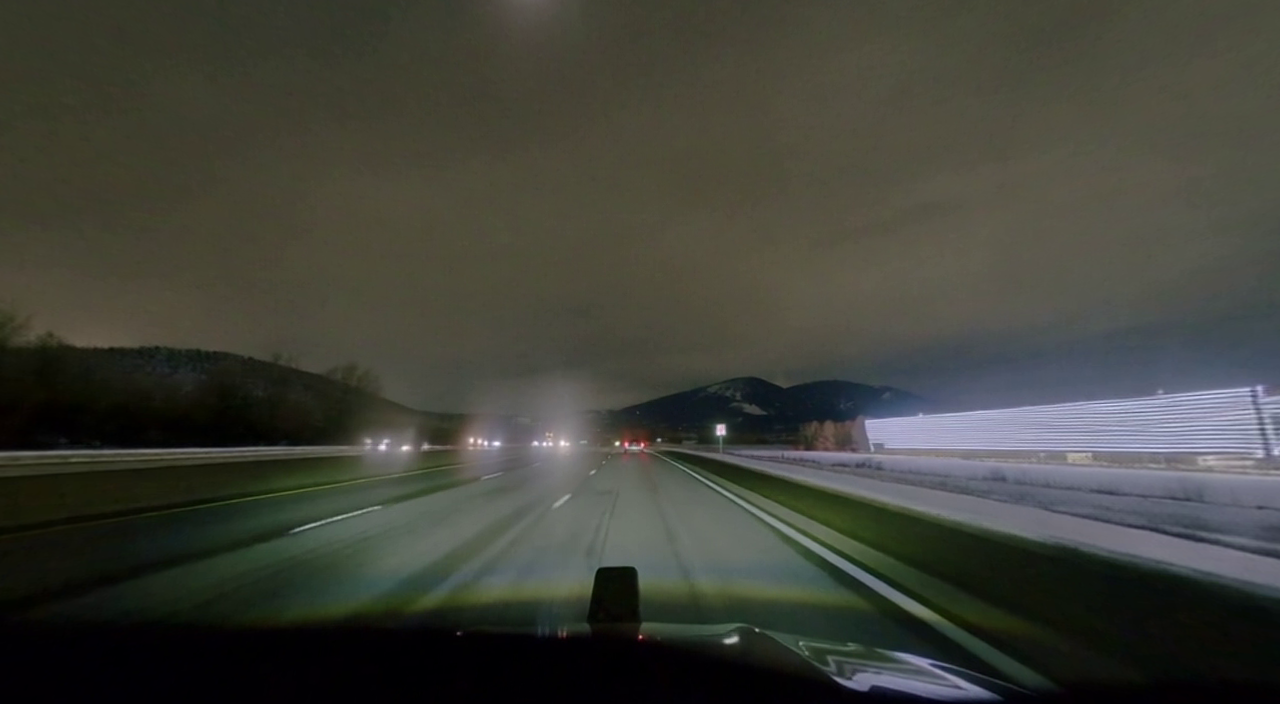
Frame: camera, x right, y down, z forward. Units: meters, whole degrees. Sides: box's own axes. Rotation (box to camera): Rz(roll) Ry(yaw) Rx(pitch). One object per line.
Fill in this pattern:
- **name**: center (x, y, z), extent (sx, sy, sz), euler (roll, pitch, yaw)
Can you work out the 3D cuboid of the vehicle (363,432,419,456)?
- **vehicle**: center (-16.300, 6.040, 41.372), extent (1.893, 1.492, 4.331), euler (0, -8, 0)
